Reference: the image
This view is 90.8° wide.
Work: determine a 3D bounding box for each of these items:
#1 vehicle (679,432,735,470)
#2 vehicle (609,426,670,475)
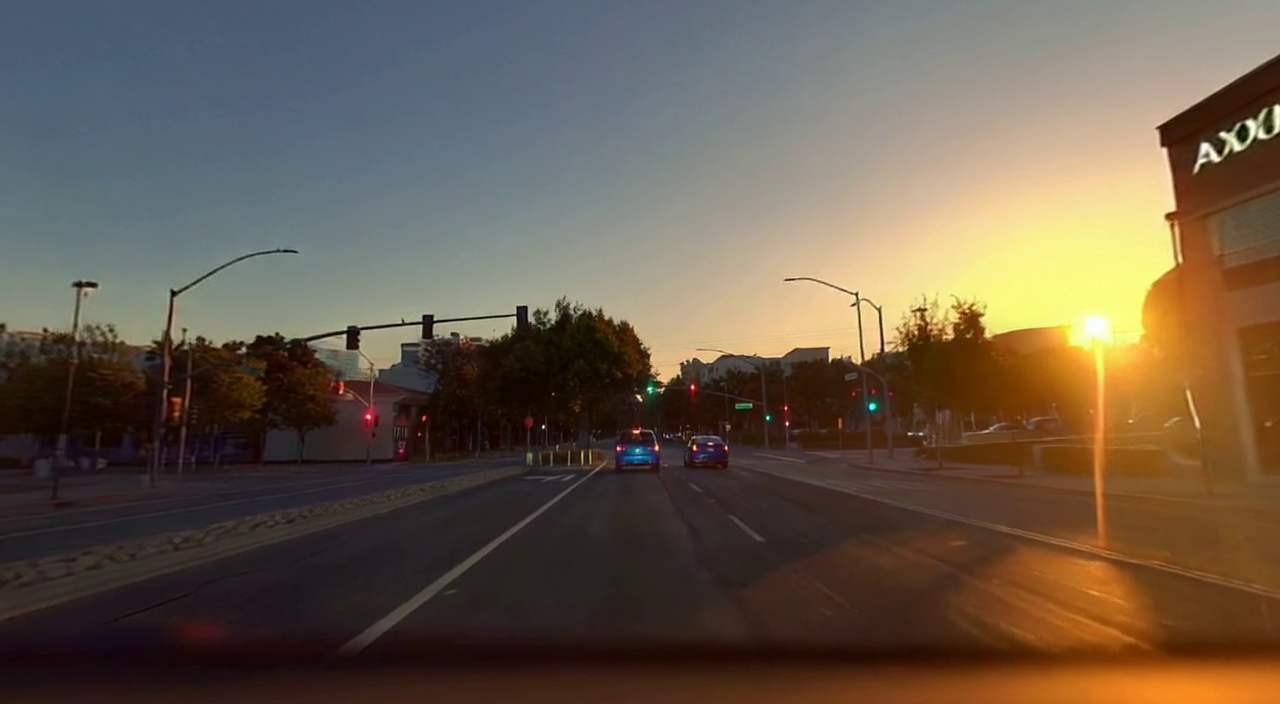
[{"bbox_3d":[3.187,4.835,30.967,2.107,1.736,4.228,0,-8,-2],"label":"vehicle"},{"bbox_3d":[-0.099,4.295,27.730,2.413,1.939,4.716,0,-8,-2],"label":"vehicle"}]
